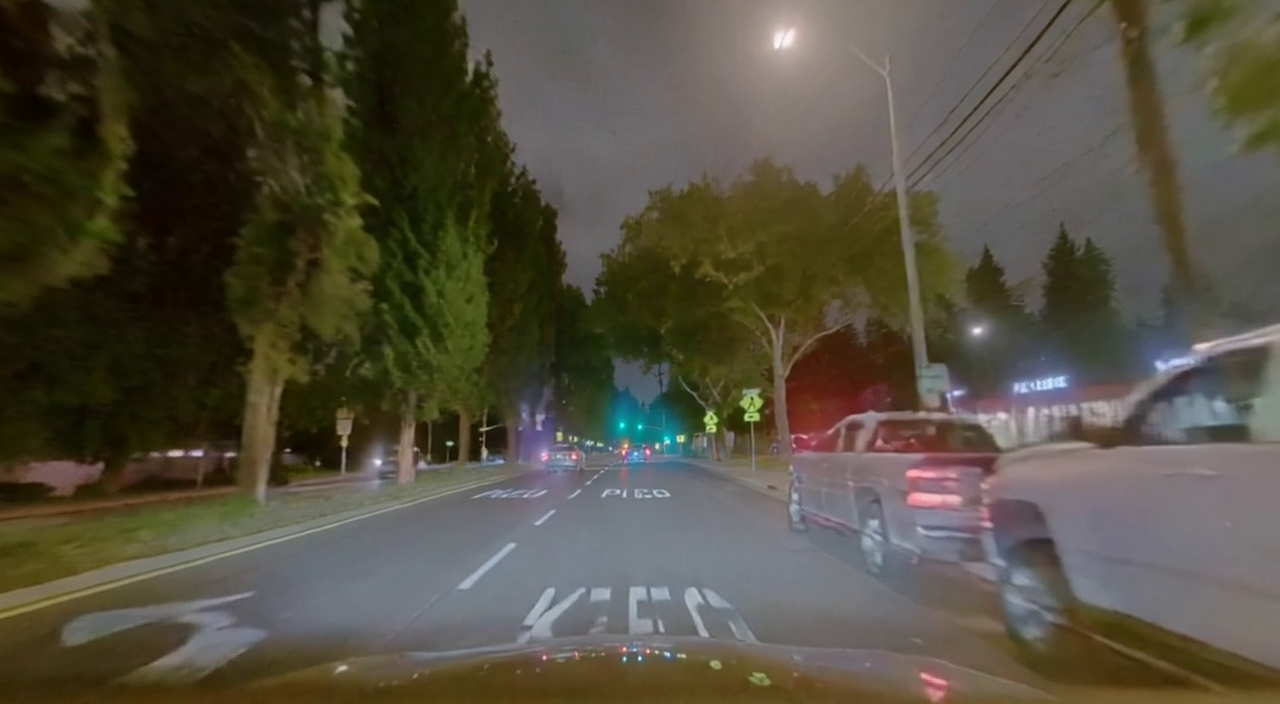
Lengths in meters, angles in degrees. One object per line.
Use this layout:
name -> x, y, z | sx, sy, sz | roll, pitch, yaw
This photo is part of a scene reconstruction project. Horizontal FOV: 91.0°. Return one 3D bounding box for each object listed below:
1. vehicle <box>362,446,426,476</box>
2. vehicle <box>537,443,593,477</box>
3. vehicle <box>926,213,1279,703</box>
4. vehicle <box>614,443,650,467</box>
vehicle -> -15.768, 6.995, 40.626 | 2.074, 1.769, 4.704 | 0, -9, 2
vehicle -> -3.472, 5.093, 29.921 | 2.083, 1.460, 4.527 | 0, -9, 0
vehicle -> 3.036, 0.519, 1.543 | 2.072, 2.017, 5.590 | 0, -9, 1
vehicle -> -0.497, 6.666, 40.798 | 2.187, 1.478, 4.138 | 0, -9, -1
